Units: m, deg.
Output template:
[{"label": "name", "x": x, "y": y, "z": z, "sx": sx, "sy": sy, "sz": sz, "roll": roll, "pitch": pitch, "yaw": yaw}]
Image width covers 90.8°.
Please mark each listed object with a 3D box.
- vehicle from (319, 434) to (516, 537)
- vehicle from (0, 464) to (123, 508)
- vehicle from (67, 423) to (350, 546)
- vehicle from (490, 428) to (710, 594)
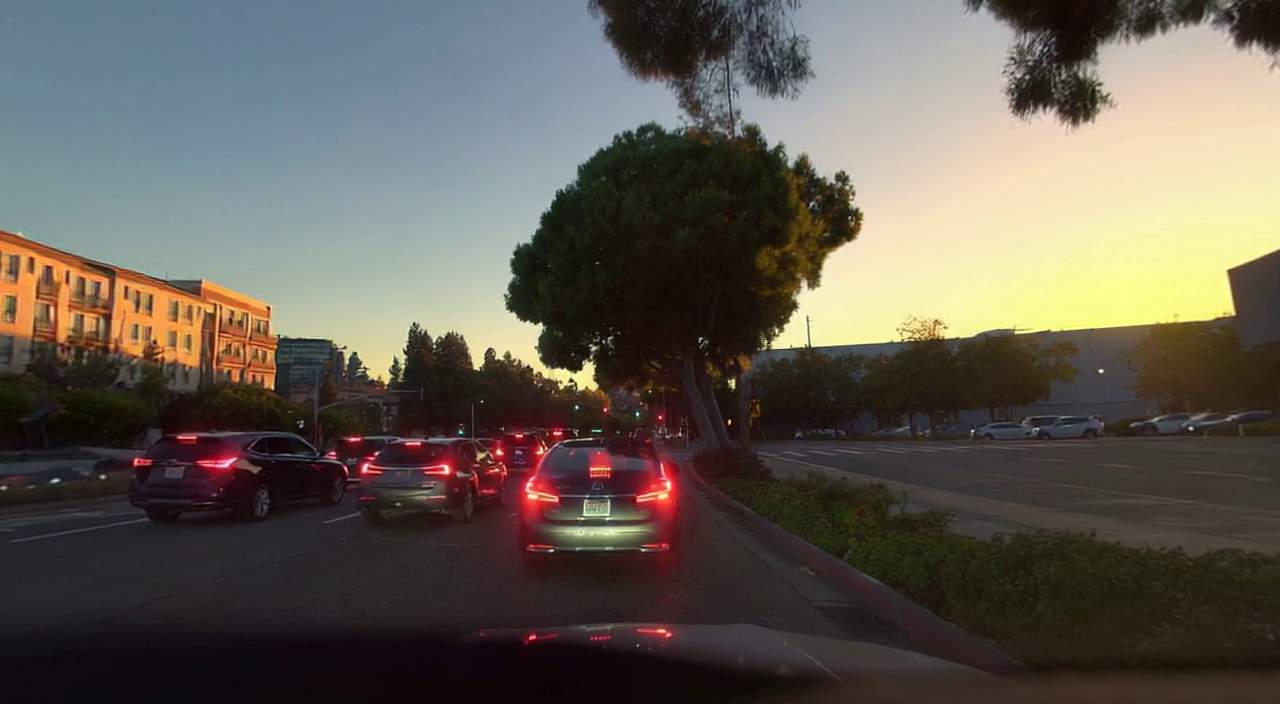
[{"label": "vehicle", "x": -3.793, "y": 2.344, "z": 11.799, "sx": 1.913, "sy": 1.521, "sz": 4.539, "roll": 0, "pitch": -9, "yaw": 1}, {"label": "vehicle", "x": -26.148, "y": 5.923, "z": 28.211, "sx": 1.983, "sy": 1.617, "sz": 5.013, "roll": -2, "pitch": -8, "yaw": -1}, {"label": "vehicle", "x": -7.342, "y": 2.272, "z": 11.472, "sx": 2.068, "sy": 1.784, "sz": 4.224, "roll": 0, "pitch": -9, "yaw": 1}, {"label": "vehicle", "x": -0.384, "y": 1.803, "z": 8.002, "sx": 2.066, "sy": 1.544, "sz": 3.954, "roll": 0, "pitch": -9, "yaw": 0}]
